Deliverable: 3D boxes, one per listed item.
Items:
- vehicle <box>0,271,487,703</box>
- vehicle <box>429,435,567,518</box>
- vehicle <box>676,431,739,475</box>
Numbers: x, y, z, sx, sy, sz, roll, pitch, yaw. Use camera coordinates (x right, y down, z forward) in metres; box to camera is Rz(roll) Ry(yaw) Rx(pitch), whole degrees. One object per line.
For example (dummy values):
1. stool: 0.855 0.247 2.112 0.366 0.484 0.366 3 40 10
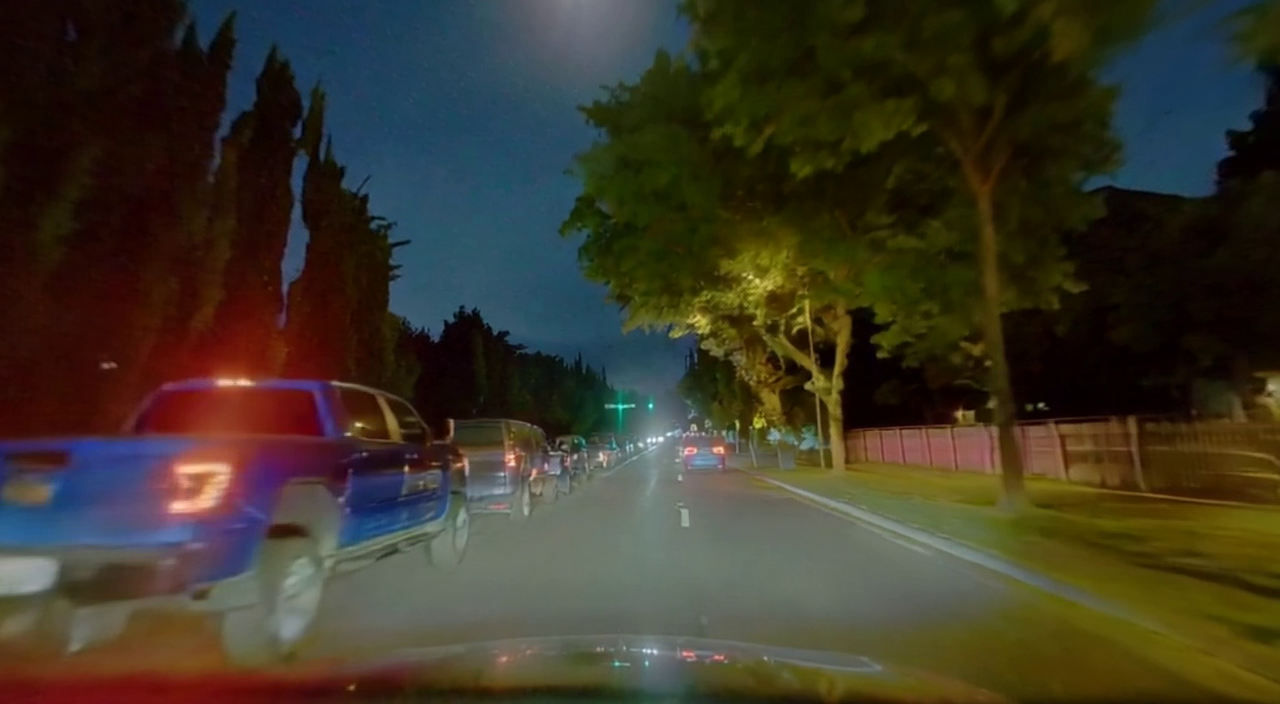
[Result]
1. vehicle: -3.172 1.043 5.271 2.405 2.058 5.193 0 -9 1
2. vehicle: -2.783 2.540 13.370 1.807 1.475 3.952 -1 -9 3
3. vehicle: 2.707 4.191 26.380 2.258 1.682 4.635 0 -9 2
